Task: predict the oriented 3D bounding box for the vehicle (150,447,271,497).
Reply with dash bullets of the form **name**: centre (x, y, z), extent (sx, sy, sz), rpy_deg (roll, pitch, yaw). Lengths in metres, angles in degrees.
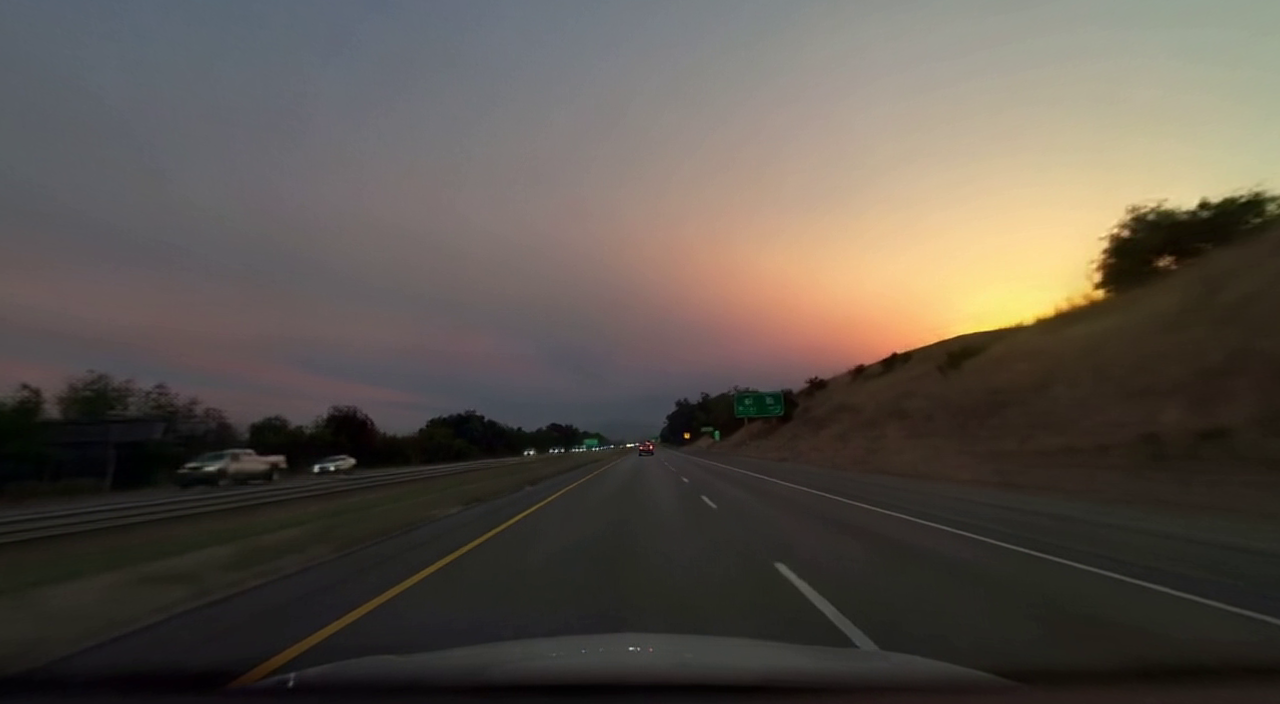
- **vehicle**: centre (-32.379, 8.969, 48.150), extent (3.029, 3.378, 8.481), rpy_deg (0, -8, 1)
